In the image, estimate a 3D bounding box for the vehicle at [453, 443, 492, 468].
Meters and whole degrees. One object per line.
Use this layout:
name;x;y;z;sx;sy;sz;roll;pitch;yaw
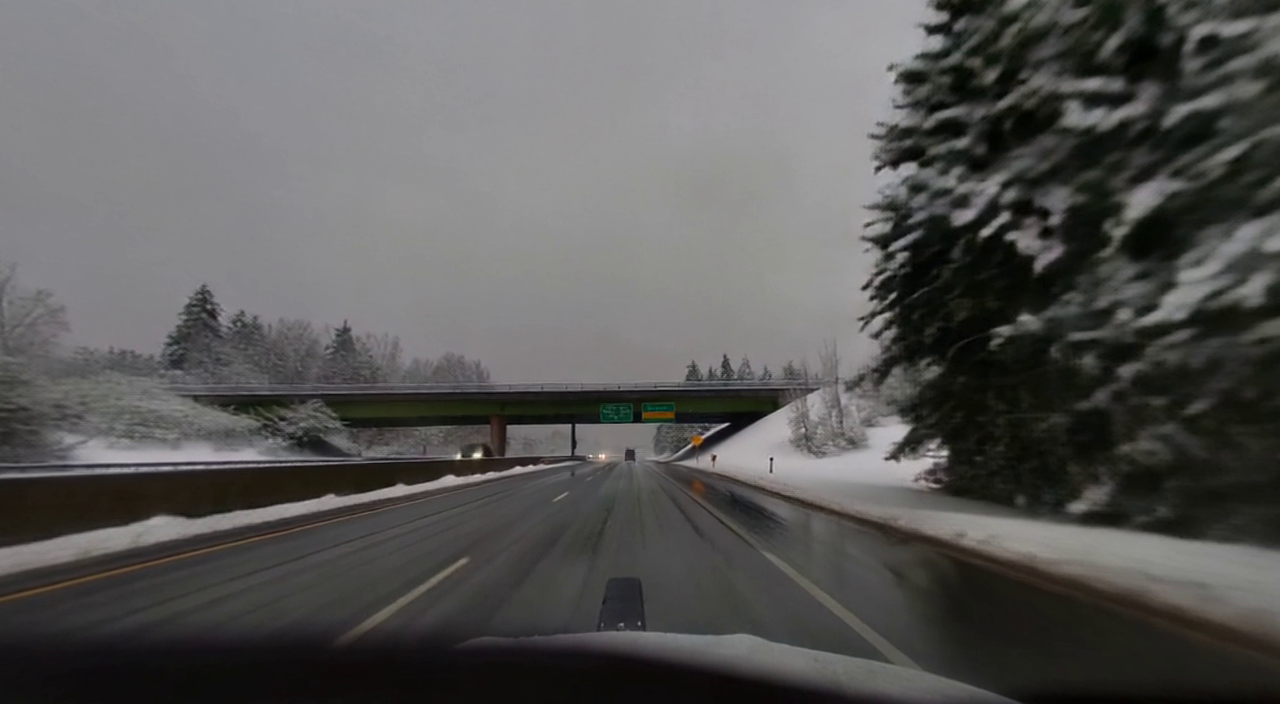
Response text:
vehicle;-12.596;7.775;47.503;1.869;1.751;4.427;0;-9;-2
